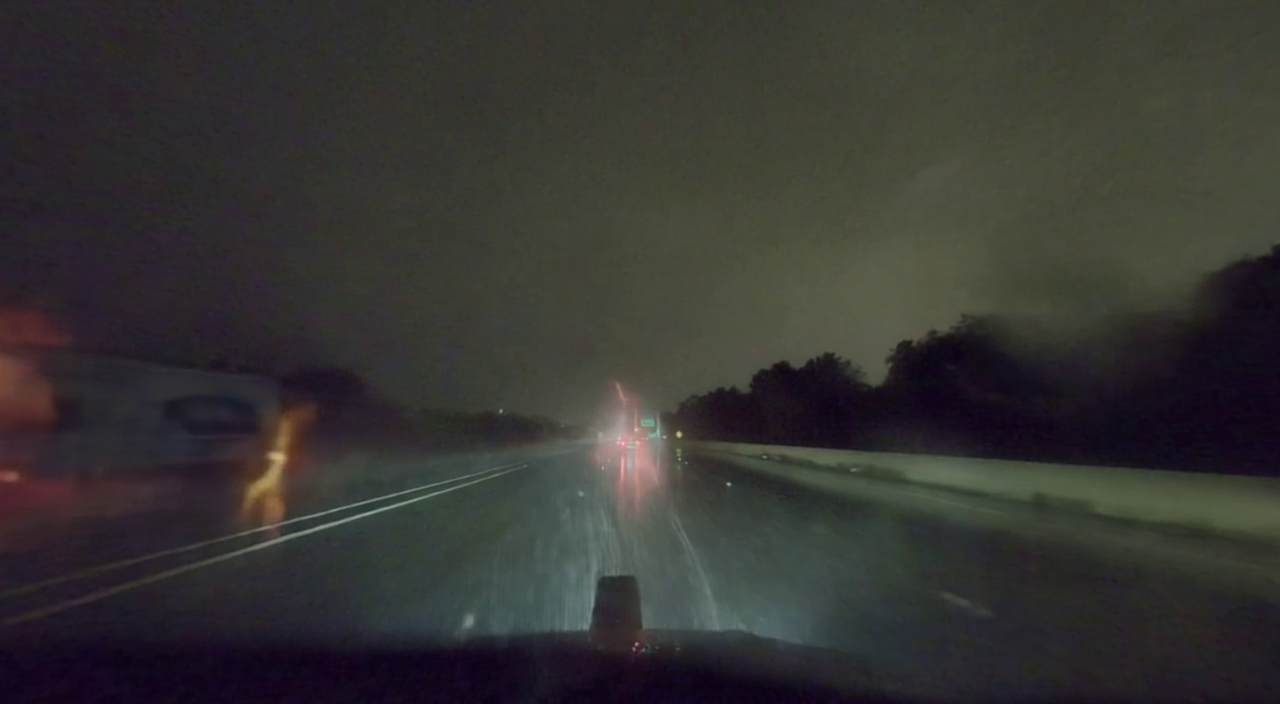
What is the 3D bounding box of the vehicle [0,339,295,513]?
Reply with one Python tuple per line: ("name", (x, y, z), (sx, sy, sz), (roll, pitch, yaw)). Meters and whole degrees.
("vehicle", (-16.543, 2.521, 20.659), (2.849, 4.030, 14.128), (0, -8, -2))
